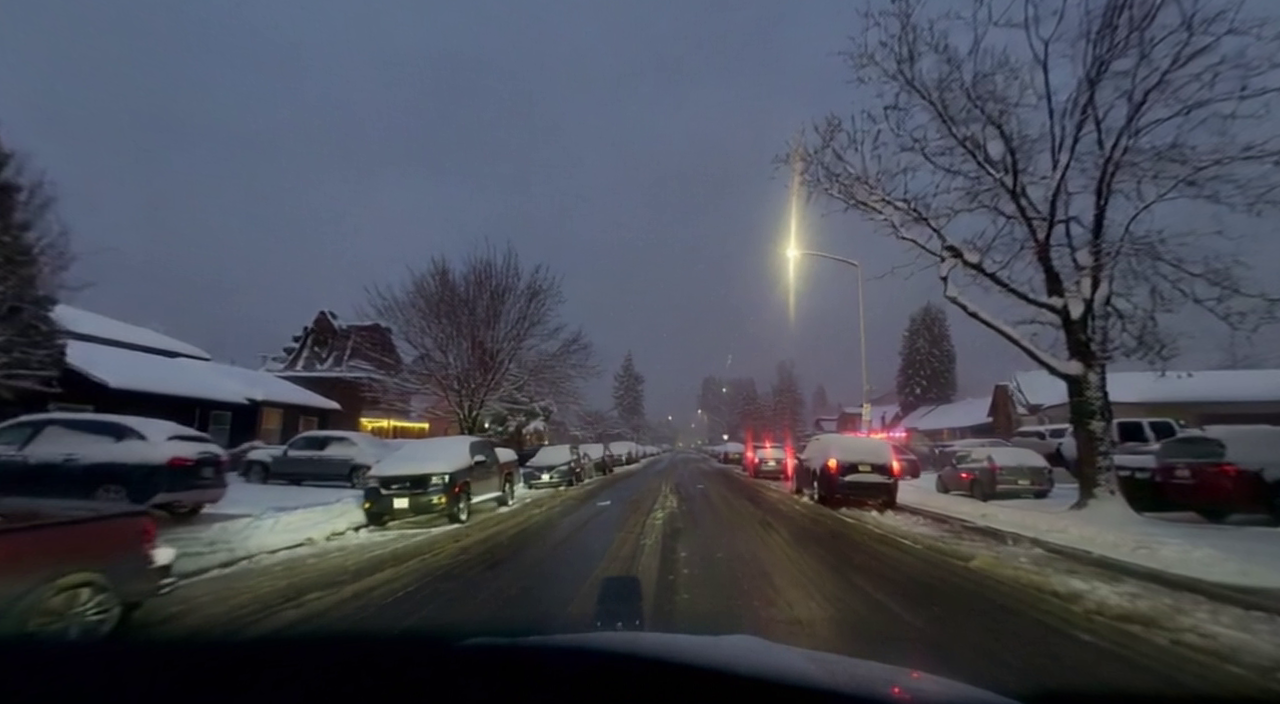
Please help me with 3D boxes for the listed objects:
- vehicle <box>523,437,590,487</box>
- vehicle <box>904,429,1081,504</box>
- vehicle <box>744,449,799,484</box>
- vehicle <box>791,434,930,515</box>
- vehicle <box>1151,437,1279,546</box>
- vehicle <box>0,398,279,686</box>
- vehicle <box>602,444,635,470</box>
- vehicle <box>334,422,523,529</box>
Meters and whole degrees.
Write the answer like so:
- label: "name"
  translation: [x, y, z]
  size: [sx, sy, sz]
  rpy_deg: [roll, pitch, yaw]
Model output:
- label: "vehicle"
  translation: [-3.258, 4.500, 25.587]
  size: [2.007, 1.861, 4.101]
  rpy_deg: [0, -11, 2]
- label: "vehicle"
  translation: [9.957, 3.347, 18.473]
  size: [2.285, 1.833, 4.853]
  rpy_deg: [-1, -10, 0]
- label: "vehicle"
  translation: [6.449, 5.636, 31.550]
  size: [1.850, 1.516, 5.066]
  rpy_deg: [0, -8, 2]
- label: "vehicle"
  translation: [5.896, 3.345, 17.839]
  size: [2.201, 1.896, 5.632]
  rpy_deg: [-1, -9, 4]
- label: "vehicle"
  translation: [11.278, 2.095, 9.947]
  size: [4.611, 1.510, 1.962]
  rpy_deg: [-1, -8, 4]
- label: "vehicle"
  translation: [-4.901, 1.245, 4.130]
  size: [2.035, 1.719, 4.749]
  rpy_deg: [-3, -10, 4]
- label: "vehicle"
  translation: [-1.574, 7.926, 47.609]
  size: [2.035, 1.822, 4.348]
  rpy_deg: [0, -11, 4]
- label: "vehicle"
  translation: [-4.418, 2.785, 14.452]
  size: [2.319, 1.902, 5.526]
  rpy_deg: [-2, -11, 1]
